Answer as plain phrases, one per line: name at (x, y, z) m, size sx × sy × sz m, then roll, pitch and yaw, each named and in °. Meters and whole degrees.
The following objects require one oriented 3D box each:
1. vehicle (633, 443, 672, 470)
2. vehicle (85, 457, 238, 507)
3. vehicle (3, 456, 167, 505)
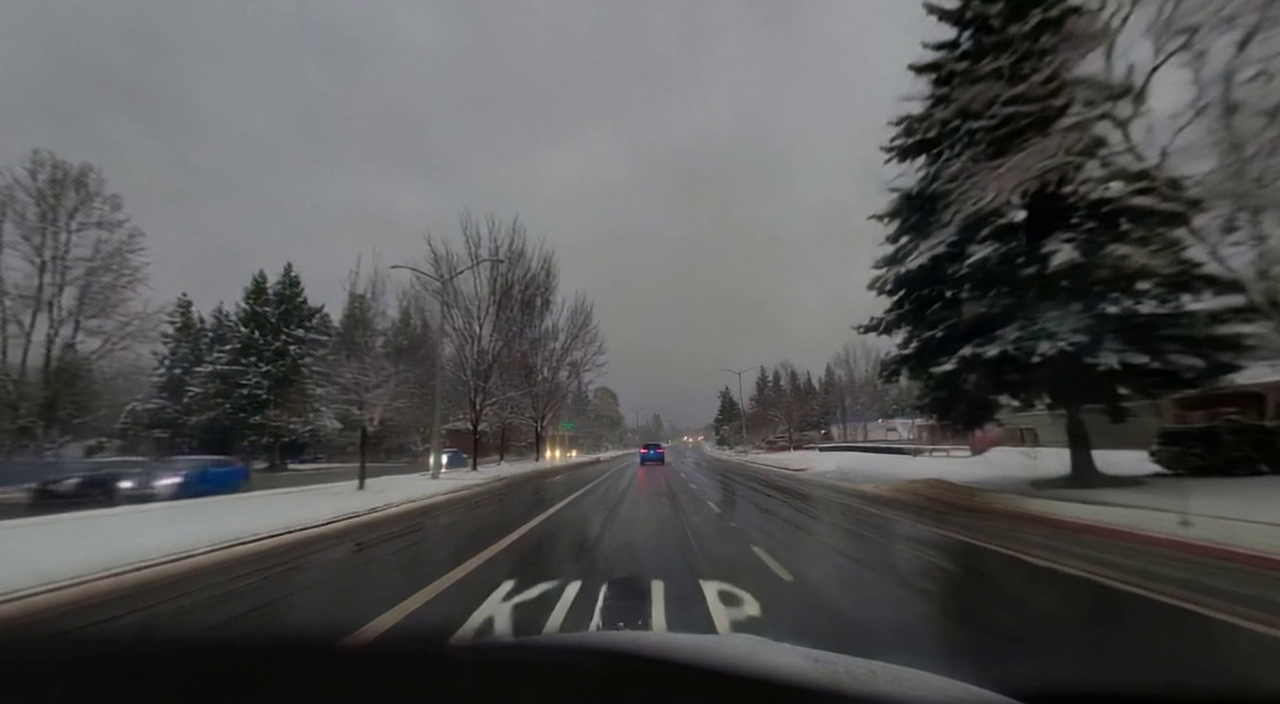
vehicle at (0.767, 6.210, 37.547) m, size 2.144 × 1.505 × 4.128 m, roll 0°, pitch -9°, yaw 2°
vehicle at (-16.622, 4.501, 22.166) m, size 1.824 × 1.462 × 4.520 m, roll 0°, pitch -9°, yaw 1°
vehicle at (-20.715, 4.773, 23.782) m, size 1.936 × 1.611 × 4.584 m, roll 0°, pitch -9°, yaw 1°
